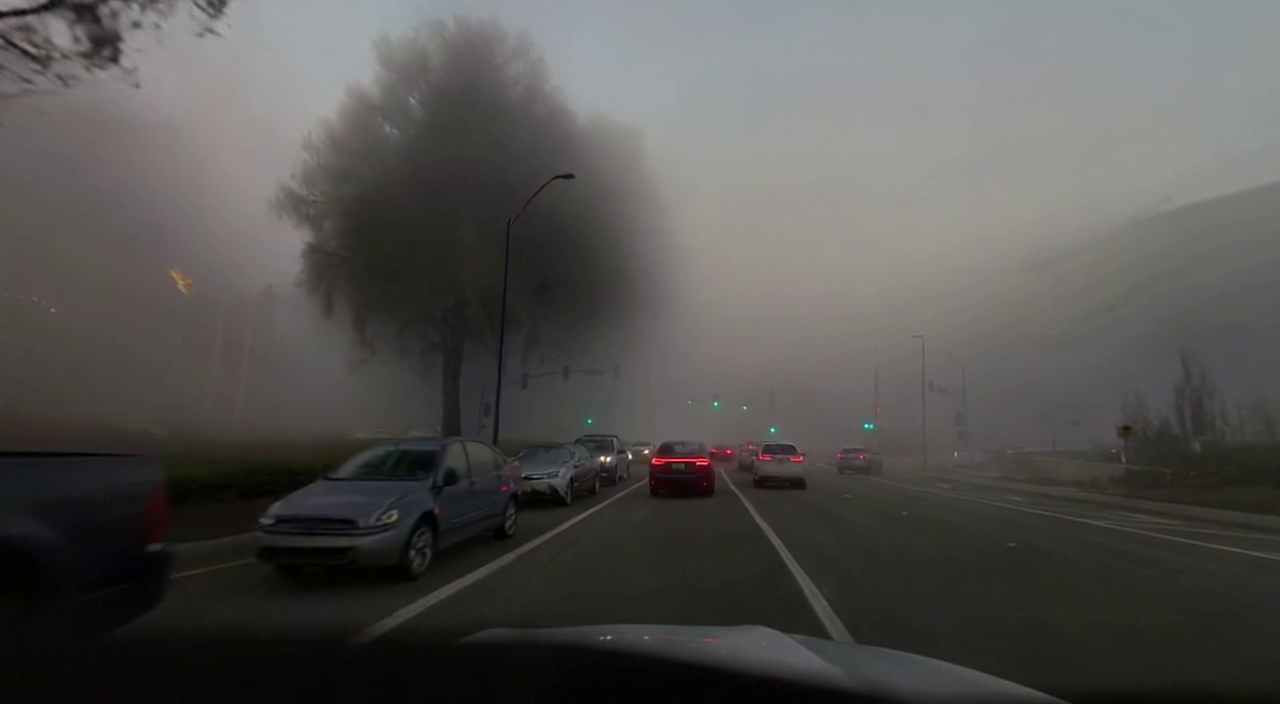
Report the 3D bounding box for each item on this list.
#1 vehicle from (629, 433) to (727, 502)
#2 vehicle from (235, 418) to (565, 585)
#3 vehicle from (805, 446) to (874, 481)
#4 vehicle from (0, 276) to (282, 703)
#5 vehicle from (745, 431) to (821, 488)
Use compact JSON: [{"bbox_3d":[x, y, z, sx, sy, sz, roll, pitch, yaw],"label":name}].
[{"bbox_3d":[1.105,2.983,16.716,2.205,1.537,4.895,-1,-8,6],"label":"vehicle"},{"bbox_3d":[-2.554,1.719,8.159,2.068,1.525,4.452,-1,-9,8],"label":"vehicle"},{"bbox_3d":[9.359,5.250,29.859,2.120,1.497,4.323,0,-8,4],"label":"vehicle"},{"bbox_3d":[-3.347,0.535,1.263,2.142,1.834,4.588,-1,-9,7],"label":"vehicle"},{"bbox_3d":[5.005,3.837,22.708,2.102,1.815,4.716,-1,-9,6],"label":"vehicle"}]
